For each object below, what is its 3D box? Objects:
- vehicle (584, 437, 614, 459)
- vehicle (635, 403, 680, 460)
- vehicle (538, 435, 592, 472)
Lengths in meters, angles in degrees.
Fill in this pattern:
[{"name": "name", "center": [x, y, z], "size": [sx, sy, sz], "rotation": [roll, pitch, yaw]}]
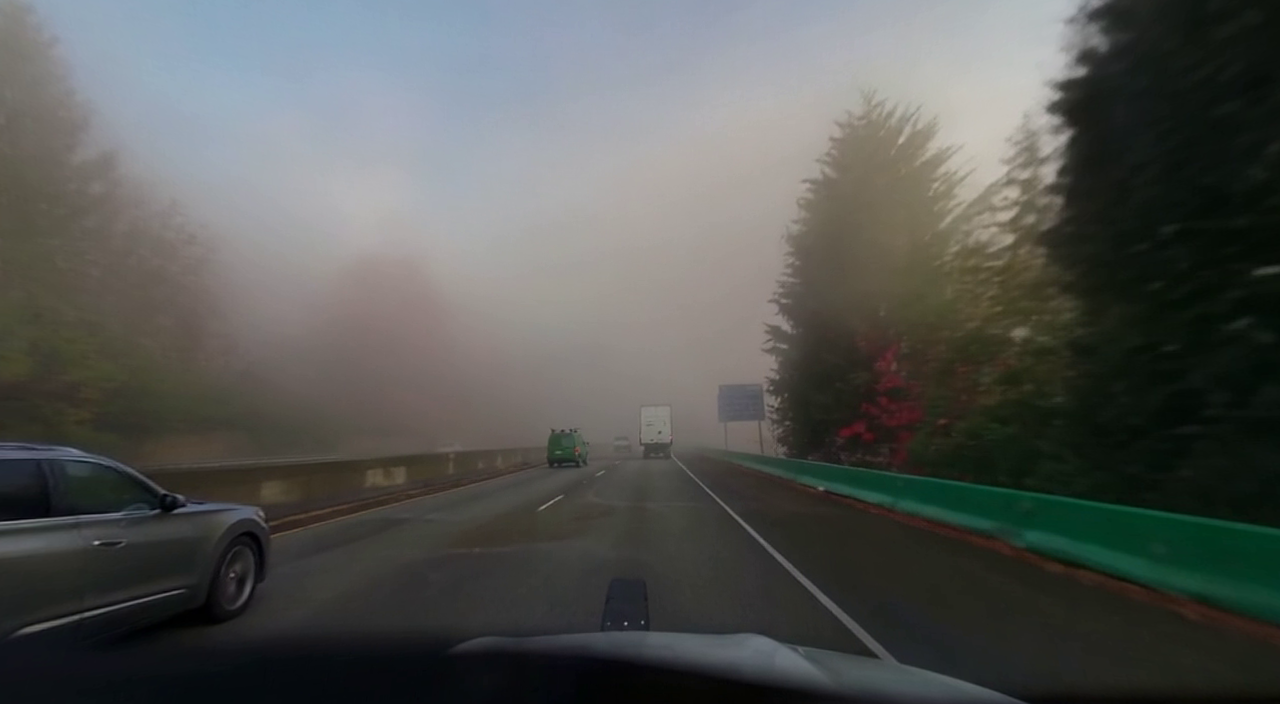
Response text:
[{"name": "vehicle", "center": [-3.015, 7.151, 46.854], "size": [1.962, 1.575, 4.158], "rotation": [0, -8, 0]}, {"name": "vehicle", "center": [1.244, 5.970, 46.504], "size": [2.933, 3.701, 10.425], "rotation": [0, -8, 1]}, {"name": "vehicle", "center": [-3.387, 4.653, 29.046], "size": [1.927, 1.556, 3.921], "rotation": [0, -8, 1]}]
